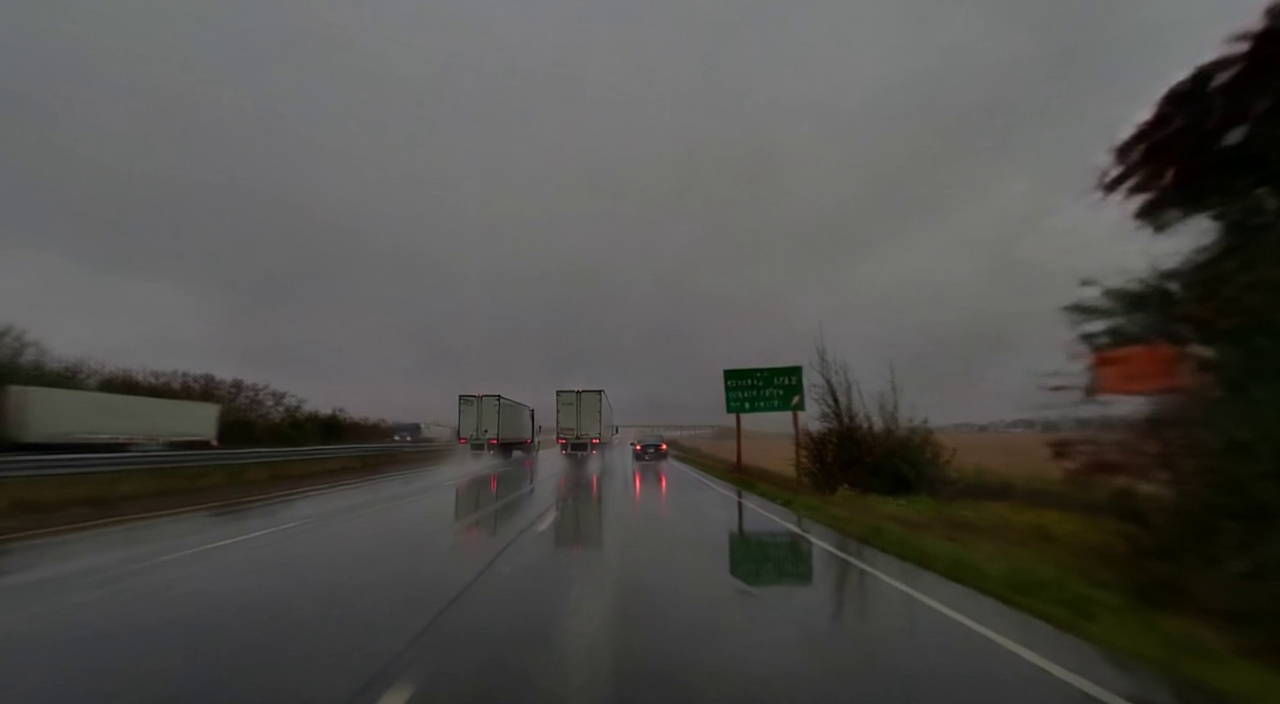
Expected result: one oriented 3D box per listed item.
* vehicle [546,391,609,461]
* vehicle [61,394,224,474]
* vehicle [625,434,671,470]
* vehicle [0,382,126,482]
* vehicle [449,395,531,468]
[{"bbox_3d":[-4.045,5.503,45.283,3.475,4.037,17.454,0,-8,-2],"label":"vehicle"},{"bbox_3d":[-28.065,4.740,36.206,2.854,4.059,7.954,0,-8,-1],"label":"vehicle"},{"bbox_3d":[0.290,4.468,28.366,1.891,1.477,3.599,0,-8,-3],"label":"vehicle"},{"bbox_3d":[-27.880,3.419,26.641,2.939,4.084,11.236,0,-8,-1],"label":"vehicle"},{"bbox_3d":[-7.648,4.204,33.088,2.728,3.405,7.096,0,-8,-2],"label":"vehicle"}]
